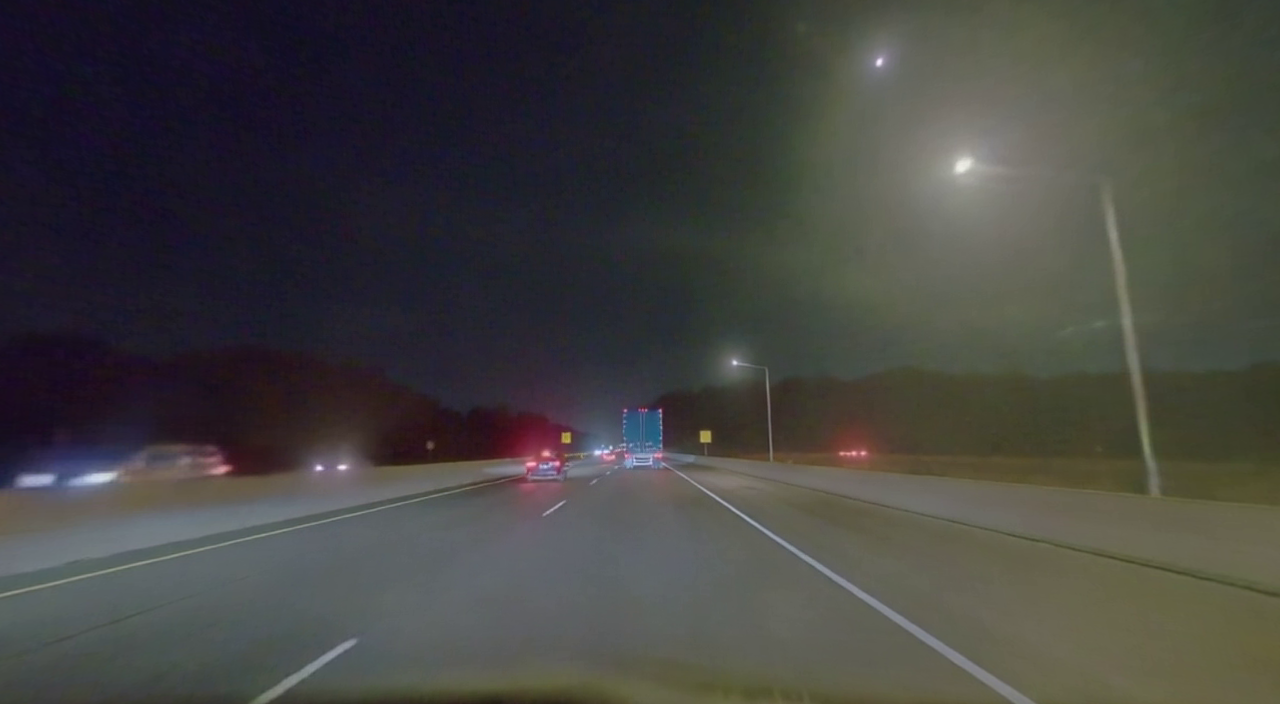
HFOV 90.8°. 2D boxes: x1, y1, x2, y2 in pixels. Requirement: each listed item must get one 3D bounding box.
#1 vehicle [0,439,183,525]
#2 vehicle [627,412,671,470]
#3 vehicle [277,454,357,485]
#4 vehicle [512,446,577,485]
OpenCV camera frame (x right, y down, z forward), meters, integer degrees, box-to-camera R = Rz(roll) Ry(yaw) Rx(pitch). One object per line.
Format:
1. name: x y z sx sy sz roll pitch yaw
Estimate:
1. vehicle: -12.495 2.697 13.603 1.944 1.532 4.382 0 -9 0
2. vehicle: 0.483 6.658 46.863 2.864 3.805 9.500 0 -9 -2
3. vehicle: -16.602 6.034 32.669 1.738 1.456 4.504 0 -9 0
4. vehicle: -4.021 4.868 27.347 2.053 1.523 4.450 0 -9 0
